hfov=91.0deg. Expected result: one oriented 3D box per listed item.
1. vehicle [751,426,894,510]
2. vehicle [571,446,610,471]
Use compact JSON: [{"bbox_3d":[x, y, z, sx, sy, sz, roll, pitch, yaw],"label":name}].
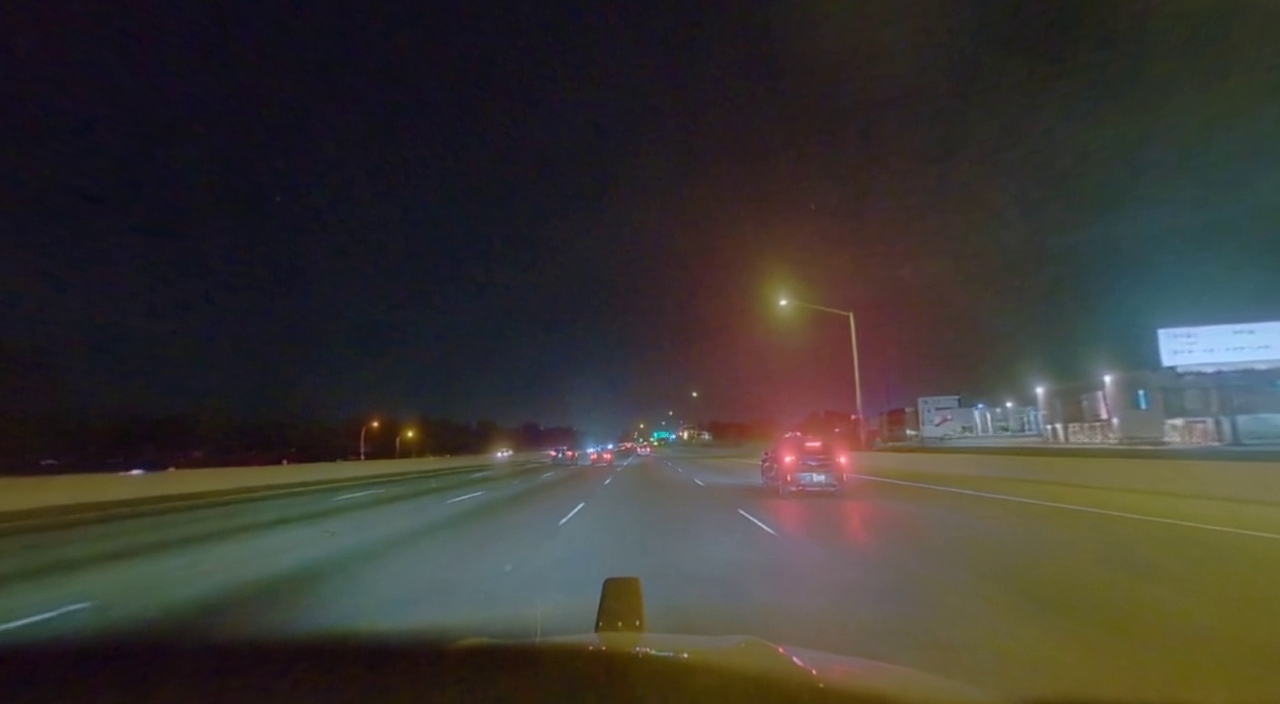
[{"bbox_3d":[4.296,2.816,15.756,2.109,1.764,4.704,0,-9,0],"label":"vehicle"},{"bbox_3d":[-3.103,6.785,40.317,2.139,1.510,4.506,0,-9,0],"label":"vehicle"}]
